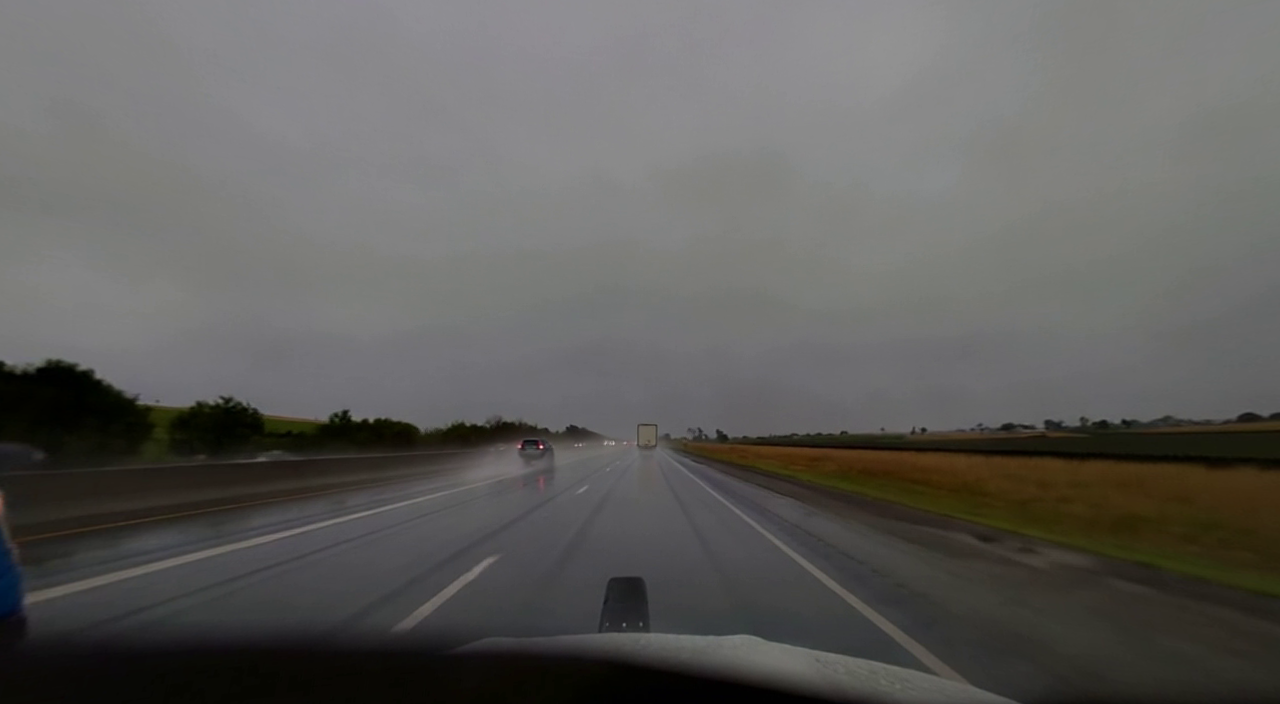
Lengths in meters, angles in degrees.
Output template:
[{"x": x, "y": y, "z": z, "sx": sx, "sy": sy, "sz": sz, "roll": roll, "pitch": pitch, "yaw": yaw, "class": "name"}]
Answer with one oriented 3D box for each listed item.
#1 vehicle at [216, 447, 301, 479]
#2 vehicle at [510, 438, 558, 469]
[{"x": -21.422, "y": 6.226, "z": 35.650, "sx": 1.920, "sy": 1.644, "sz": 4.610, "roll": 0, "pitch": -8, "yaw": 0, "class": "vehicle"}, {"x": -6.853, "y": 6.582, "z": 41.274, "sx": 2.193, "sy": 1.866, "sz": 4.807, "roll": -1, "pitch": -8, "yaw": 2, "class": "vehicle"}]
